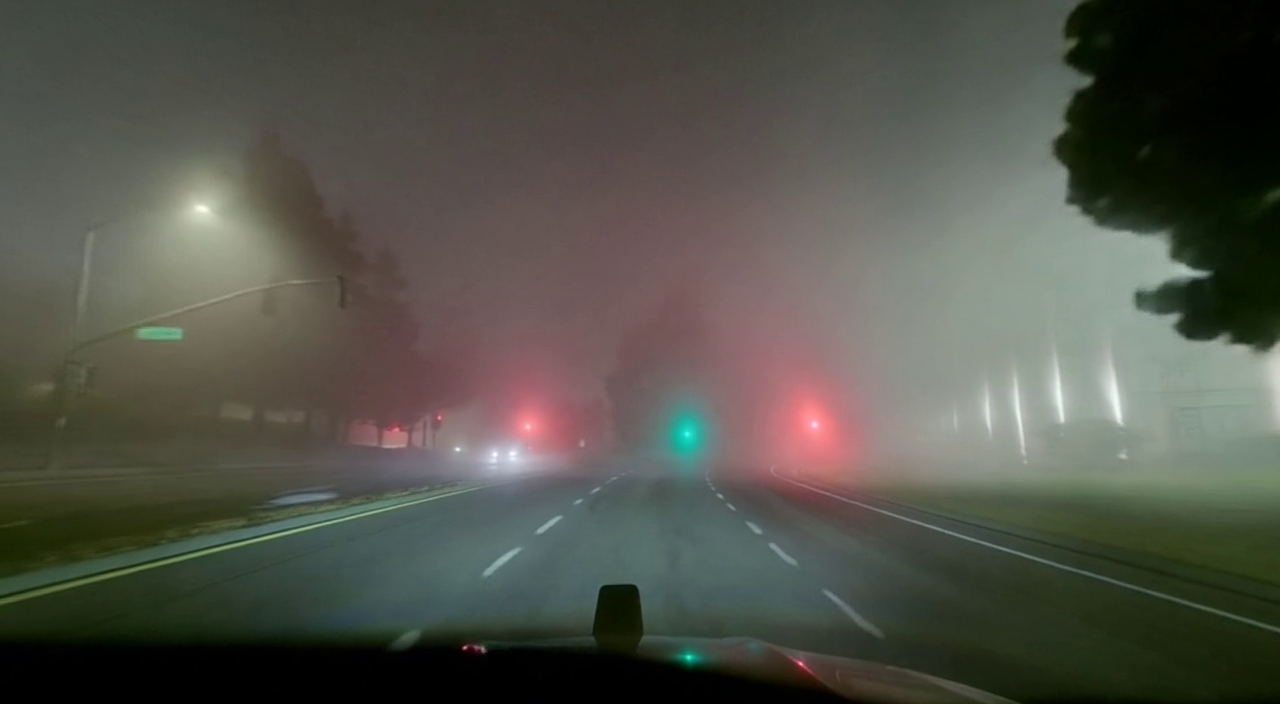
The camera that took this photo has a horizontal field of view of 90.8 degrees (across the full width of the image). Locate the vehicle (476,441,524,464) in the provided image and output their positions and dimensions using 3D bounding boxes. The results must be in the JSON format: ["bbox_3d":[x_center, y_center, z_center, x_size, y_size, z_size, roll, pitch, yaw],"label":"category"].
[{"bbox_3d":[-10.924,7.881,49.508,2.080,1.695,4.454,-1,-9,10],"label":"vehicle"}]
